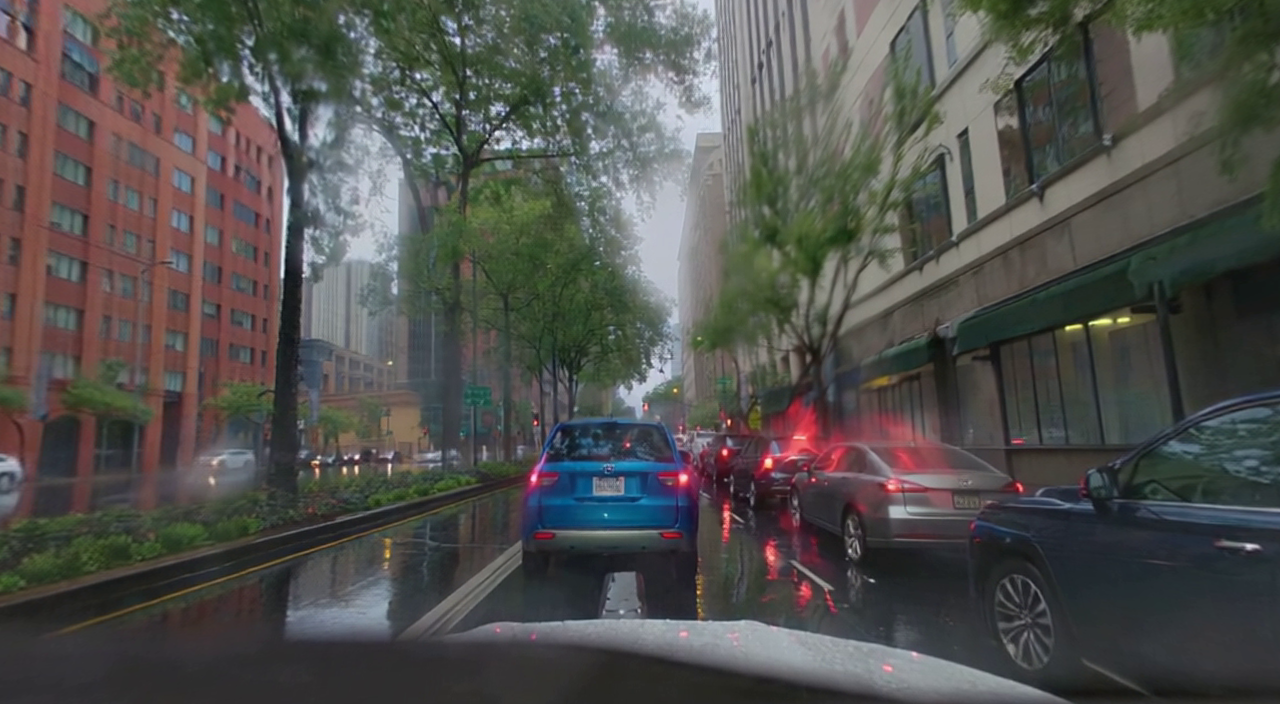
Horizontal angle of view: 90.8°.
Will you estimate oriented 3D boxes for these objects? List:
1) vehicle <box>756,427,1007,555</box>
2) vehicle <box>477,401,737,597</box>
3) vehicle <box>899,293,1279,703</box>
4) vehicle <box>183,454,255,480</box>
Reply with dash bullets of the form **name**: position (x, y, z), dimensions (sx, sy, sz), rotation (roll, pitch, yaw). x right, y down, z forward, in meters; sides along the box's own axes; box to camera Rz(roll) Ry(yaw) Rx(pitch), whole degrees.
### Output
- **vehicle**: position (3.278, 1.991, 9.805), dimensions (1.941, 1.482, 4.632), rotation (0, -9, -2)
- **vehicle**: position (-0.336, 1.586, 7.617), dimensions (2.249, 1.684, 4.084), rotation (0, -9, -2)
- **vehicle**: position (2.997, 0.752, 2.259), dimensions (2.063, 1.760, 4.664), rotation (0, -9, -1)
- **vehicle**: position (-26.313, 7.151, 39.658), dimensions (1.960, 1.459, 4.699), rotation (1, -9, -10)
